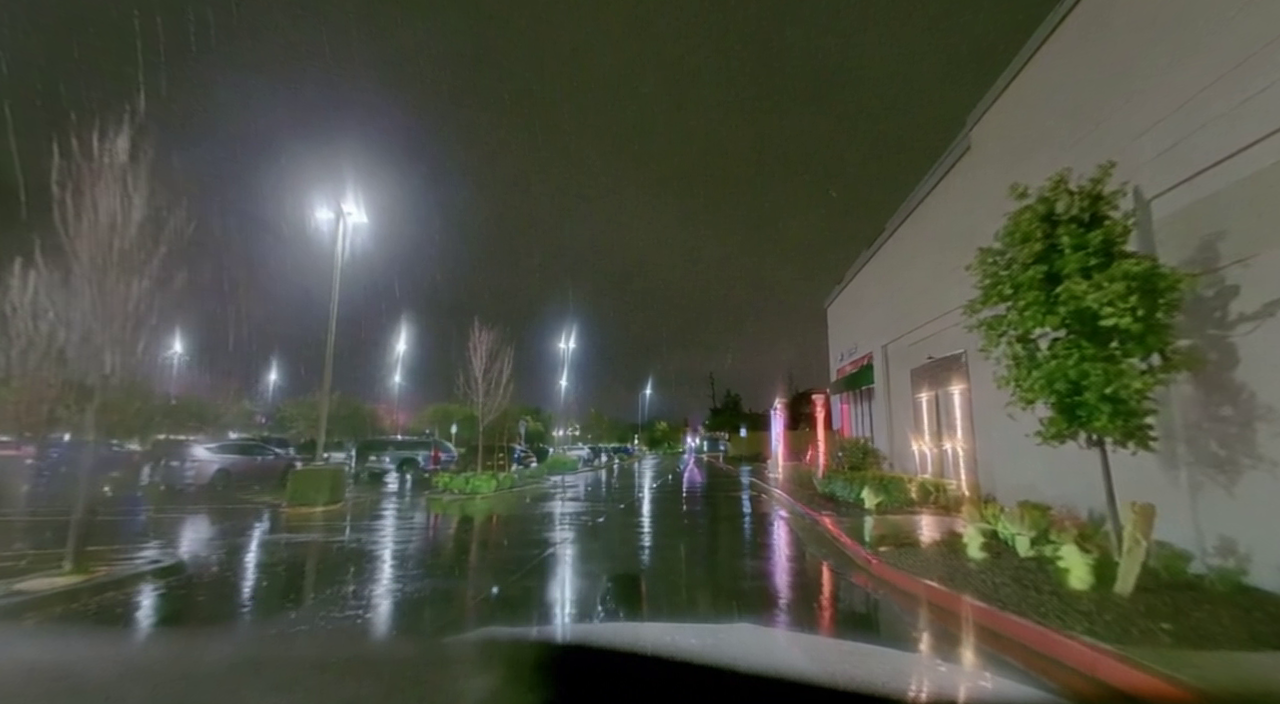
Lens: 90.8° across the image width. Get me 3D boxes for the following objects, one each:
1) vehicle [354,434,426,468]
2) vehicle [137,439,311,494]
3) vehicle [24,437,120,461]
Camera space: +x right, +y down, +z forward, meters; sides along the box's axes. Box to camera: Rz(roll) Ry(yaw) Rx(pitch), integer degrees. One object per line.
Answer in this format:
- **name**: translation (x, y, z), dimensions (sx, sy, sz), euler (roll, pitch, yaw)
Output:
- **vehicle**: translation (-15.149, 6.049, 38.589), dimensions (1.972, 1.923, 4.535), euler (-1, -9, 8)
- **vehicle**: translation (-12.307, 3.391, 19.124), dimensions (1.847, 1.443, 4.484), euler (-1, -9, 7)
- **vehicle**: translation (-36.628, 6.301, 40.897), dimensions (1.858, 1.449, 4.296), euler (-2, -9, 10)
